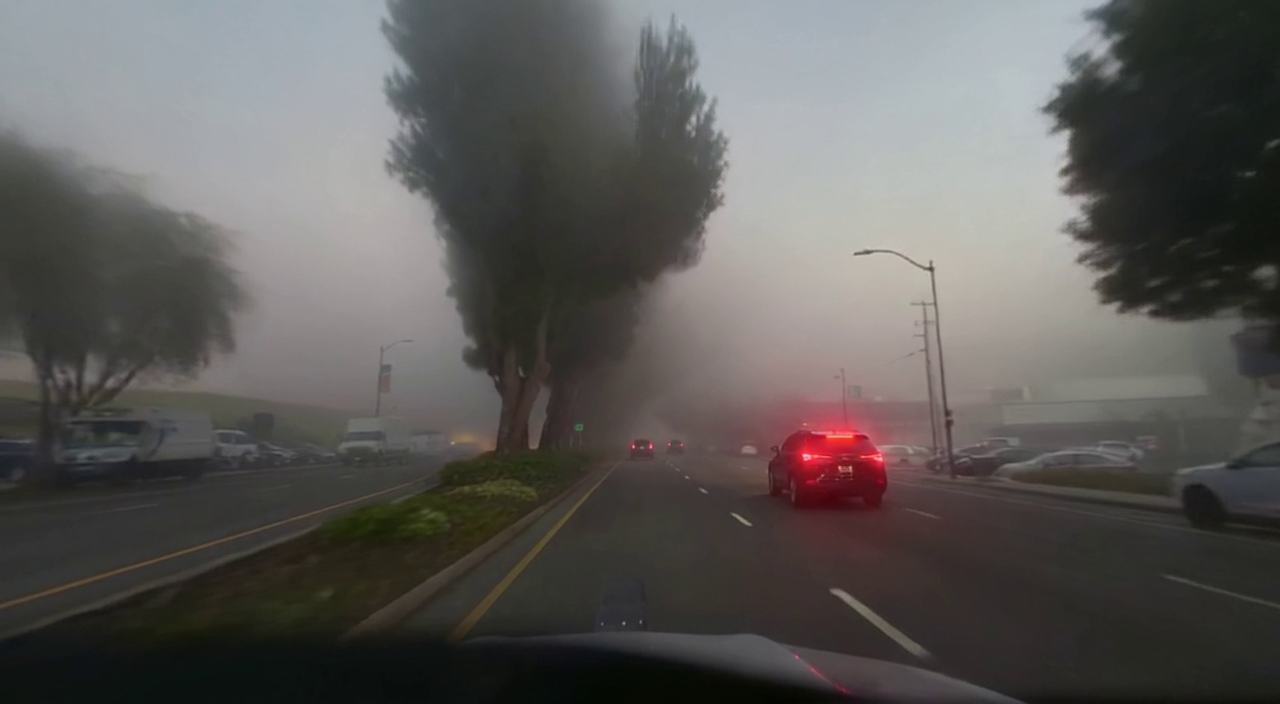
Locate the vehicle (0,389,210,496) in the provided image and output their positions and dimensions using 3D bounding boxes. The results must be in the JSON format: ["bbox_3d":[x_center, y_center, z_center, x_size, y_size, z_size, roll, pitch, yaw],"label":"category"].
[{"bbox_3d":[-19.163,3.256,22.717,2.811,3.326,6.083,0,-8,1],"label":"vehicle"}]

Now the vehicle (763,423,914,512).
[{"bbox_3d":[4.126,2.464,13.869,2.072,1.669,3.836,0,-8,0],"label":"vehicle"}]

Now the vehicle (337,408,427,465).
[{"bbox_3d":[-18.761,6.286,46.588,3.086,3.767,8.298,0,-8,0],"label":"vehicle"}]

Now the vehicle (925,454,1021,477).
[{"bbox_3d":[20.172,6.887,38.347,4.671,1.349,1.976,0,-8,-1],"label":"vehicle"}]

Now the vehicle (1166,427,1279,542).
[{"bbox_3d":[10.413,1.871,8.795,2.078,1.668,4.654,0,-8,0],"label":"vehicle"}]
